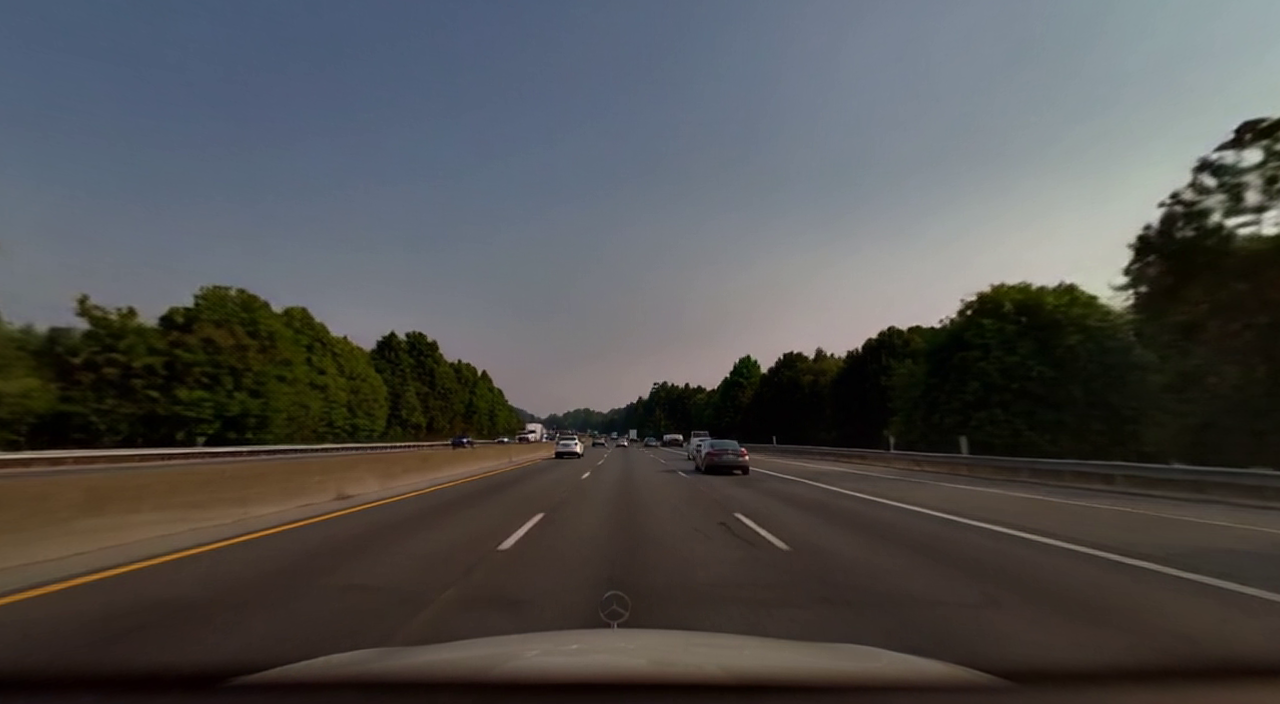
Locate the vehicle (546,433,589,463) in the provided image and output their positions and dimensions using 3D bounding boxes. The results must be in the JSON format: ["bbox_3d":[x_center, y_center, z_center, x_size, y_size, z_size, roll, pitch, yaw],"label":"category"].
[{"bbox_3d":[-4.184,5.583,37.068,2.011,1.614,4.808,0,-8,-1],"label":"vehicle"}]

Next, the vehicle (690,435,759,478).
[{"bbox_3d":[3.131,3.936,24.166,1.990,1.480,3.865,0,-8,-2],"label":"vehicle"}]
